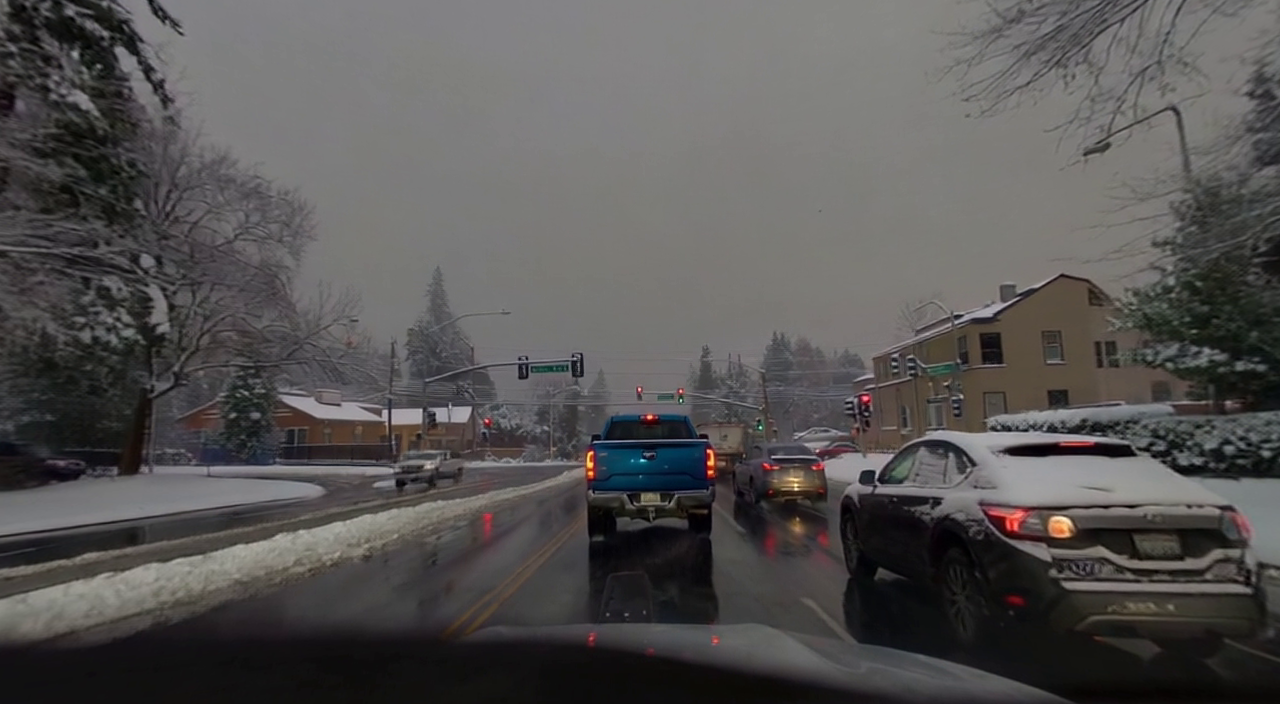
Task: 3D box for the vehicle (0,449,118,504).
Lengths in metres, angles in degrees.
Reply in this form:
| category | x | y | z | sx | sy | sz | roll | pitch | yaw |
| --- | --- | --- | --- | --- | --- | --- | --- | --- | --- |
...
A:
| category | x | y | z | sx | sy | sz | roll | pitch | yaw |
| --- | --- | --- | --- | --- | --- | --- | --- | --- | --- |
| vehicle | -21.733 | 4.384 | 22.703 | 2.062 | 1.764 | 4.508 | 0 | -8 | -2 |

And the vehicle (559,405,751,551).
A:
| category | x | y | z | sx | sy | sz | roll | pitch | yaw |
| --- | --- | --- | --- | --- | --- | --- | --- | --- | --- |
| vehicle | 0.217 | 2.153 | 11.519 | 2.636 | 2.011 | 5.425 | 0 | -8 | 0 |

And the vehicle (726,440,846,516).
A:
| category | x | y | z | sx | sy | sz | roll | pitch | yaw |
| --- | --- | --- | --- | --- | --- | --- | --- | --- | --- |
| vehicle | 3.474 | 3.070 | 15.932 | 1.957 | 1.646 | 4.355 | 0 | -8 | 0 |

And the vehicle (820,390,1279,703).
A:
| category | x | y | z | sx | sy | sz | roll | pitch | yaw |
| --- | --- | --- | --- | --- | --- | --- | --- | --- | --- |
| vehicle | 3.318 | 1.367 | 5.106 | 2.155 | 1.667 | 5.162 | 0 | -8 | 0 |
